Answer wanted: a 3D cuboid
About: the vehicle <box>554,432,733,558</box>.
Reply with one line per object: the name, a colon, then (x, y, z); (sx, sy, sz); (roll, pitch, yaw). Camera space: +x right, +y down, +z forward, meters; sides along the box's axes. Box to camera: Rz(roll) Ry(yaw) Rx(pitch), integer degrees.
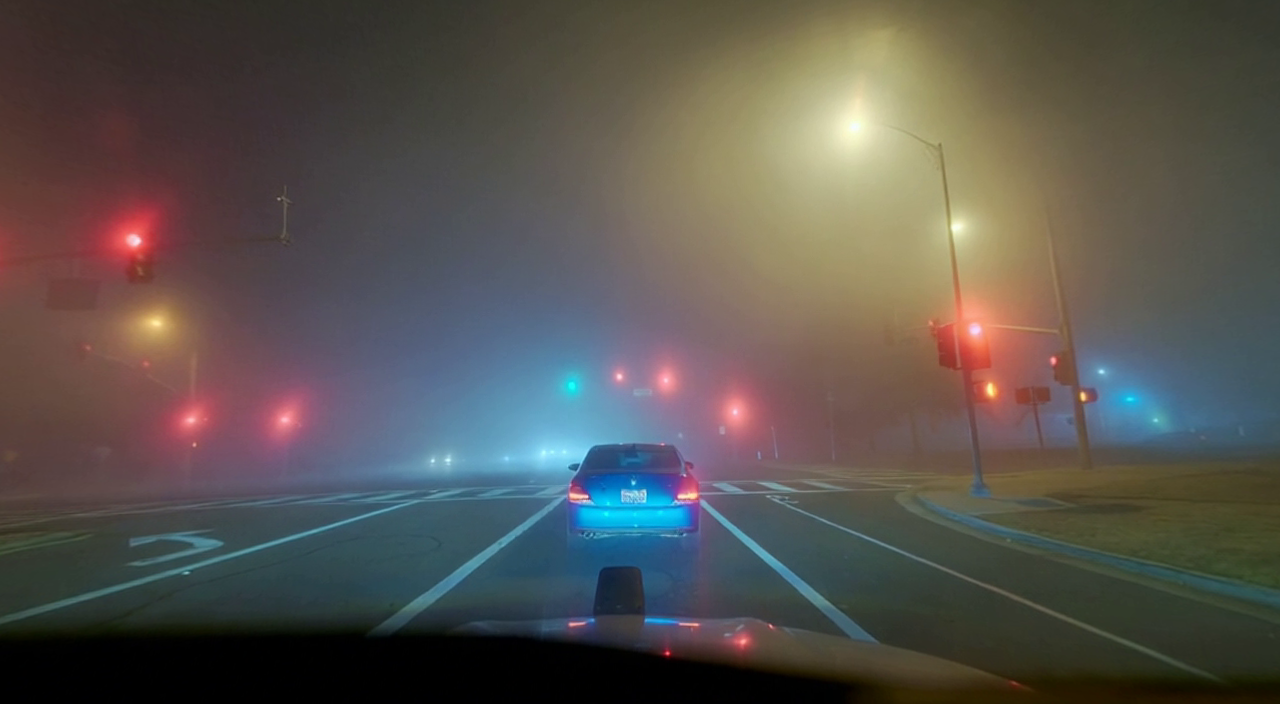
vehicle: (0.007, 1.995, 9.514); (2.107, 1.470, 3.974); (0, -9, -1)
